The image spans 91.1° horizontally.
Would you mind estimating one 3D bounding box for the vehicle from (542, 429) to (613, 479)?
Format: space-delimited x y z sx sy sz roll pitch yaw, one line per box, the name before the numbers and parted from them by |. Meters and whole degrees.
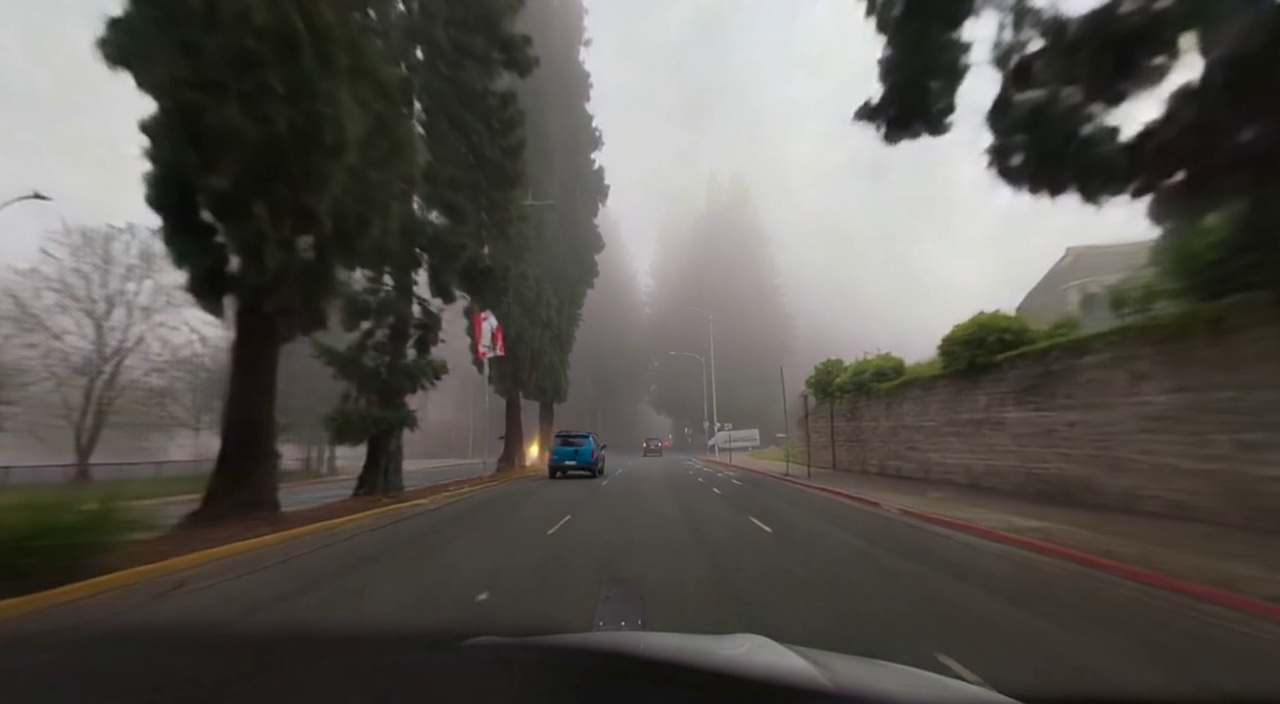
vehicle | -2.406 4.118 25.675 2.281 1.837 4.845 0 -8 2
